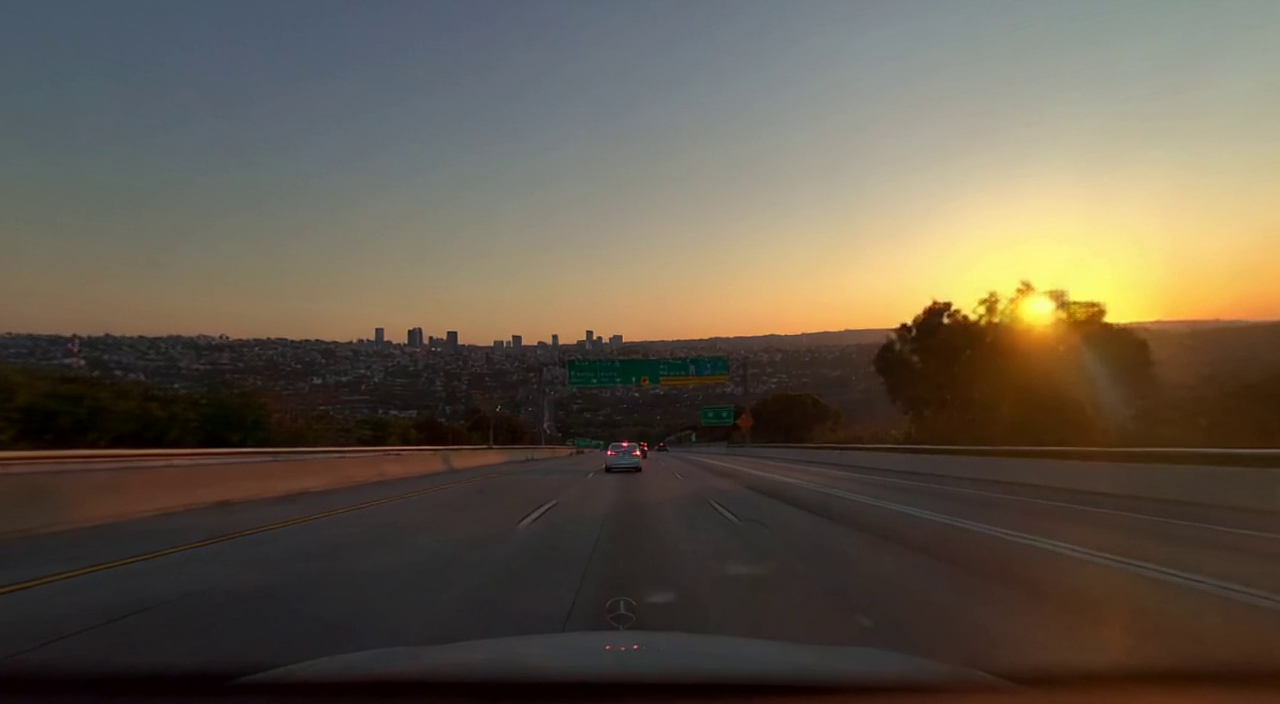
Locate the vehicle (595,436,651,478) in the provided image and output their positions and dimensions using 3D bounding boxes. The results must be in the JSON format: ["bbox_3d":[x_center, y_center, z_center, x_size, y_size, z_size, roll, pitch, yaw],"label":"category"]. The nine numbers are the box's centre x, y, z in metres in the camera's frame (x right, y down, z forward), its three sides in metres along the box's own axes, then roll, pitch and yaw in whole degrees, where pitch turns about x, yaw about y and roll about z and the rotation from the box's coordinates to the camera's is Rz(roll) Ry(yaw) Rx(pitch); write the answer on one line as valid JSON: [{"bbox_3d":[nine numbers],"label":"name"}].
[{"bbox_3d":[-0.658,4.351,26.331,2.147,1.576,3.964,0,-8,0],"label":"vehicle"}]
